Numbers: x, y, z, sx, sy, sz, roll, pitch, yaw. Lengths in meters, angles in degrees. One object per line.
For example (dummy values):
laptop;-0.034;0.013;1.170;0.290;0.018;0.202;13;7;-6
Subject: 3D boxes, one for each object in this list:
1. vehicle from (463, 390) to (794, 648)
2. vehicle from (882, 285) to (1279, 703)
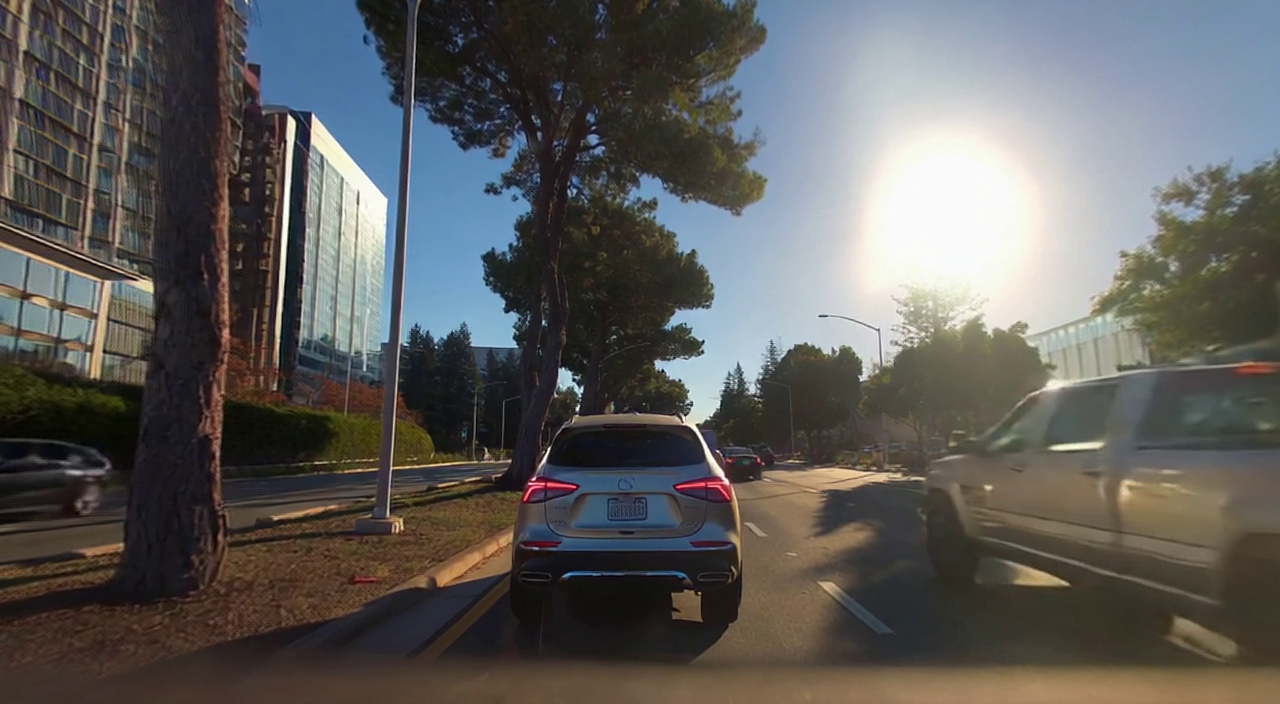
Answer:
vehicle;-0.085;1.403;6.243;2.172;1.694;4.055;0;-8;0
vehicle;3.917;0.881;3.758;2.440;1.962;6.363;0;-8;0
